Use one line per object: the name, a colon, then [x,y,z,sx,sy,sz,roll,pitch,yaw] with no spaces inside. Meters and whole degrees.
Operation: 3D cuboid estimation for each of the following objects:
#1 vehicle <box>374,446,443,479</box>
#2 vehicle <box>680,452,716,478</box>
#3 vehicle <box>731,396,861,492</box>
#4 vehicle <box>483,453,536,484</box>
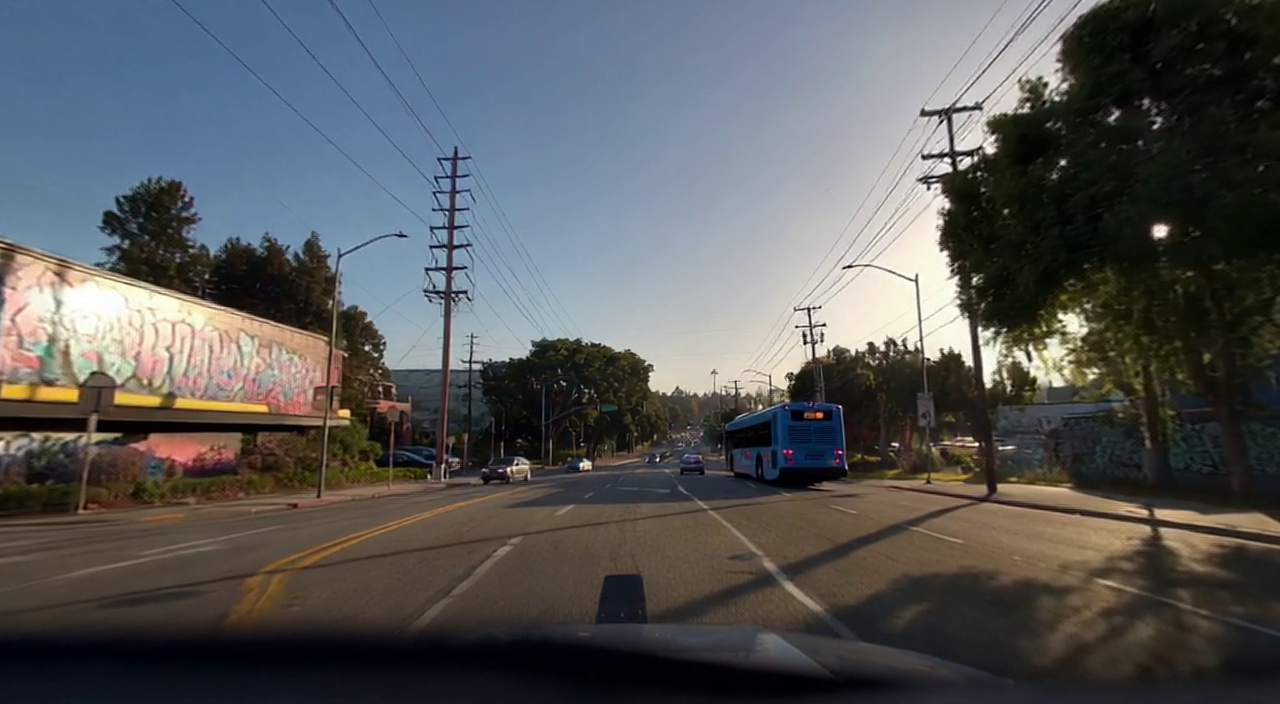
vehicle: [-16.853,8.021,46.113,4.244,2.316,1.959,-1,-8,2]
vehicle: [3.624,7.162,40.232,1.961,1.470,4.196,0,-8,0]
vehicle: [6.518,4.243,29.139,3.045,3.447,12.604,0,-8,1]
vehicle: [-7.804,7.006,38.253,2.011,1.672,4.637,-1,-8,3]
